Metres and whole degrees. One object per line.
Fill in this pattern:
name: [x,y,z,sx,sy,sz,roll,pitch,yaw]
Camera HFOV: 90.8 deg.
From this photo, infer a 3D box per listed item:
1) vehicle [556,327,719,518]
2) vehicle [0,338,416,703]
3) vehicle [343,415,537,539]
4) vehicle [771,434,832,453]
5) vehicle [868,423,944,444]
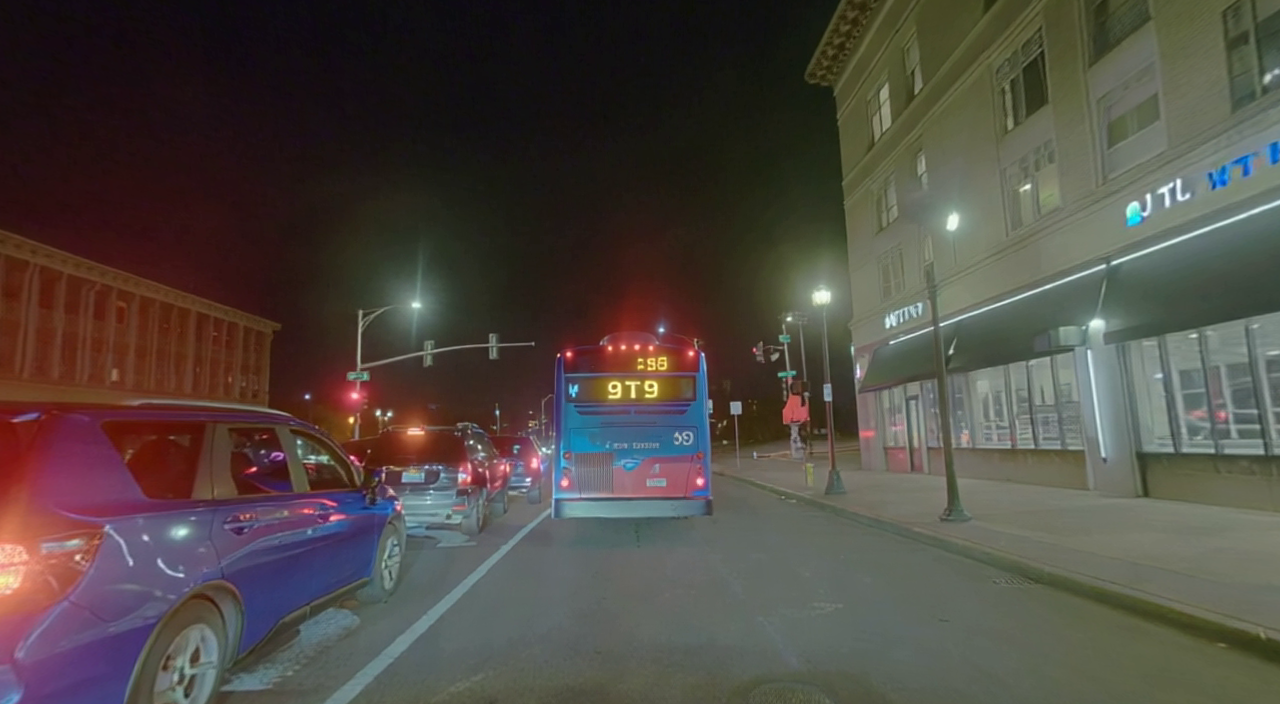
vehicle: [-0.301,2.001,16.540,2.938,3.468,9.972,0,-8,-3]
vehicle: [-3.219,1.094,3.968,2.020,1.725,4.384,0,-8,0]
vehicle: [-3.352,2.206,11.781,2.096,1.828,4.669,0,-8,0]
vehicle: [11.904,6.741,46.659,3.949,1.337,1.738,0,-9,-3]
vehicle: [19.819,6.117,47.207,4.827,1.555,1.863,1,-9,-6]
